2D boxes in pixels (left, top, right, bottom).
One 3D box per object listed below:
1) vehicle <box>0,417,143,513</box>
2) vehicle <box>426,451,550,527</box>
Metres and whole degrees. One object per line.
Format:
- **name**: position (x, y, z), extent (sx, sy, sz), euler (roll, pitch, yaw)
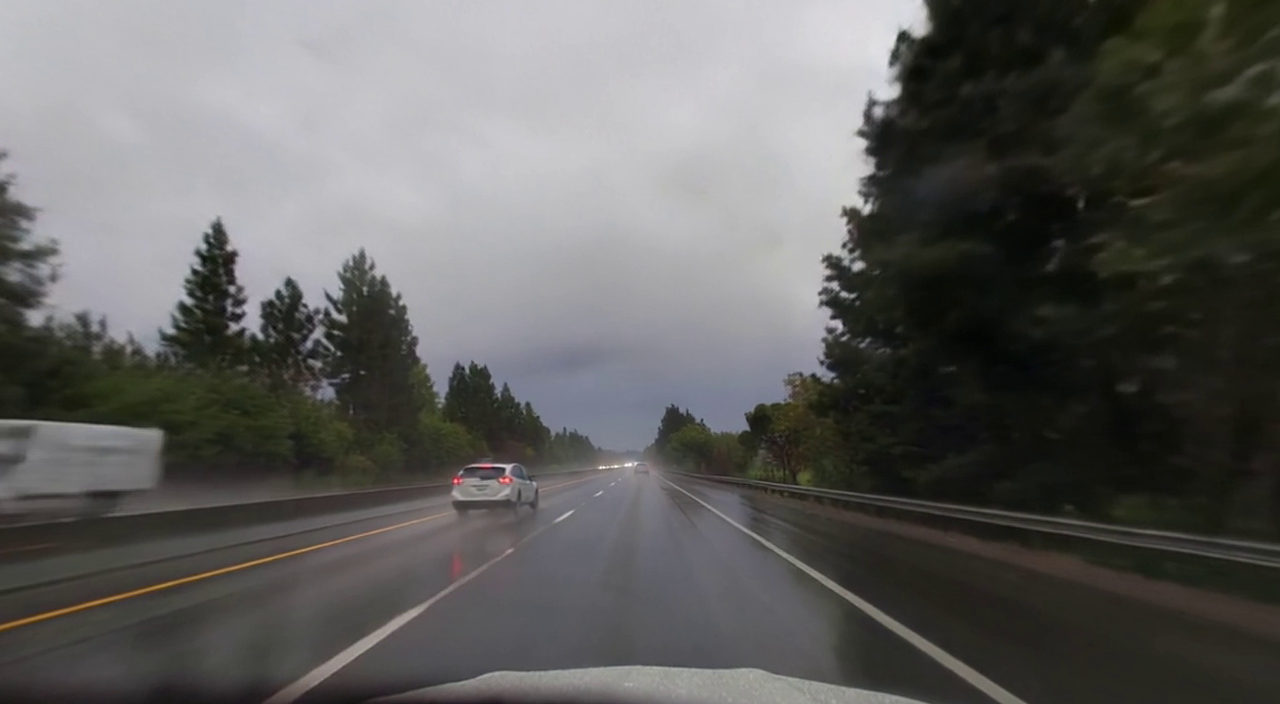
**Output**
- **vehicle**: position (-17.455, 3.083, 17.233), extent (2.279, 2.404, 6.482), euler (1, -10, 0)
- **vehicle**: position (-3.492, 3.264, 15.361), extent (1.900, 1.550, 4.146), euler (1, -10, 1)
